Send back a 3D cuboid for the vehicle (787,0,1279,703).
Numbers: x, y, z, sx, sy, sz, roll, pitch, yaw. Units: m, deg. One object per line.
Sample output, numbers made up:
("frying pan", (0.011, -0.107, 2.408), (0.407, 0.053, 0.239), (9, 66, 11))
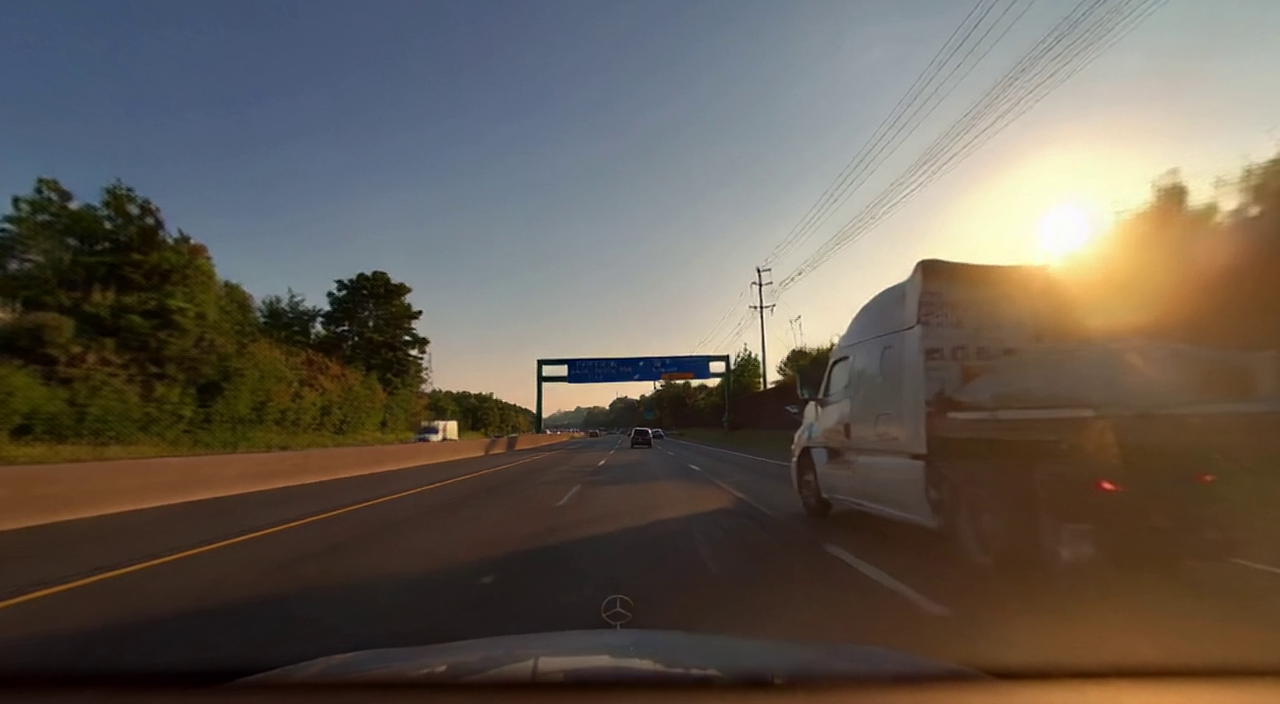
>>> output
("vehicle", (3.656, 0.139, 5.809), (3.031, 3.881, 5.944), (0, -8, -1))
